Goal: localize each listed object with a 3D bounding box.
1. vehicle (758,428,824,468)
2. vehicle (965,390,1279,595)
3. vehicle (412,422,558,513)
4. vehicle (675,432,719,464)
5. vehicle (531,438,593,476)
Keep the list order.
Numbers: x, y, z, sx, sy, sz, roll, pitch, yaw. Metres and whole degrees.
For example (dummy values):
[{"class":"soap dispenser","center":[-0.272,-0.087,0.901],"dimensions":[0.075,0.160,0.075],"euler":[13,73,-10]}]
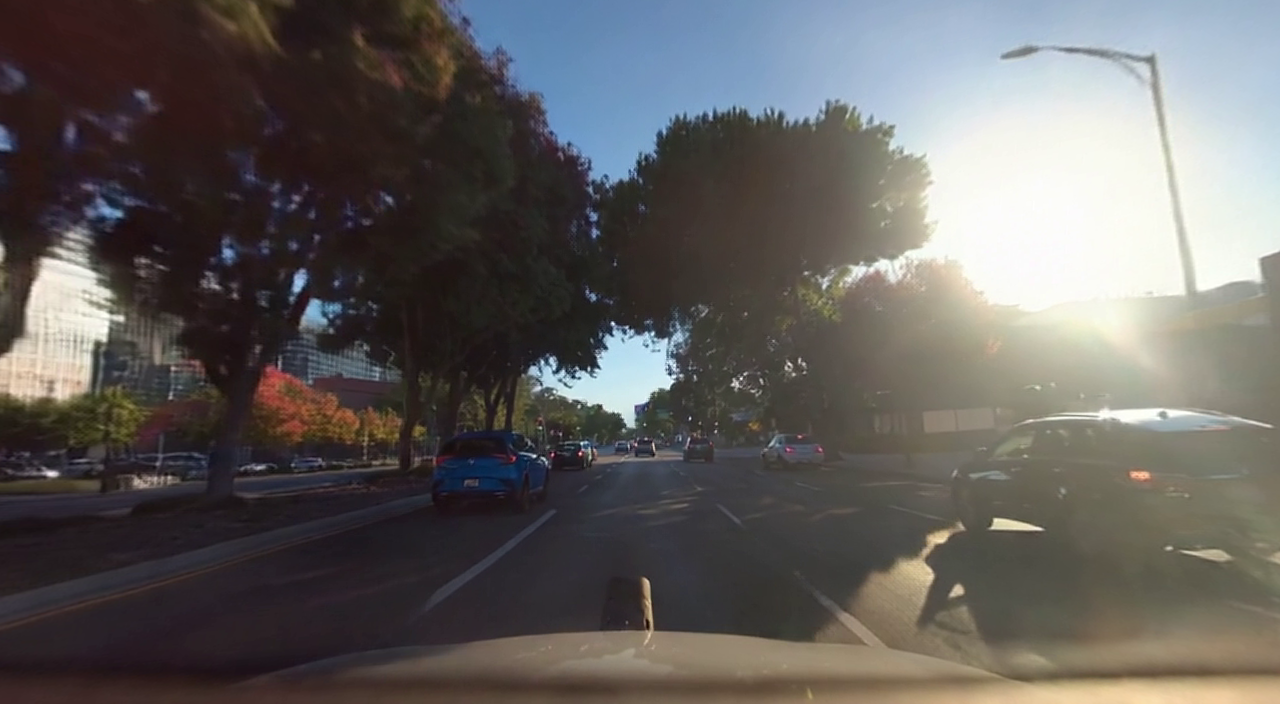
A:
[{"class":"vehicle","center":[7.291,4.705,30.868],"dimensions":[2.076,1.793,4.464],"euler":[0,-8,0]},{"class":"vehicle","center":[6.010,1.472,7.455],"dimensions":[2.088,1.666,4.512],"euler":[-1,-8,3]},{"class":"vehicle","center":[-3.238,2.523,14.247],"dimensions":[2.141,1.719,4.379],"euler":[0,-8,1]},{"class":"vehicle","center":[3.414,5.918,38.840],"dimensions":[2.178,1.804,4.766],"euler":[0,-8,-1]},{"class":"vehicle","center":[-3.300,4.542,27.499],"dimensions":[2.036,1.465,4.301],"euler":[-1,-8,1]}]
